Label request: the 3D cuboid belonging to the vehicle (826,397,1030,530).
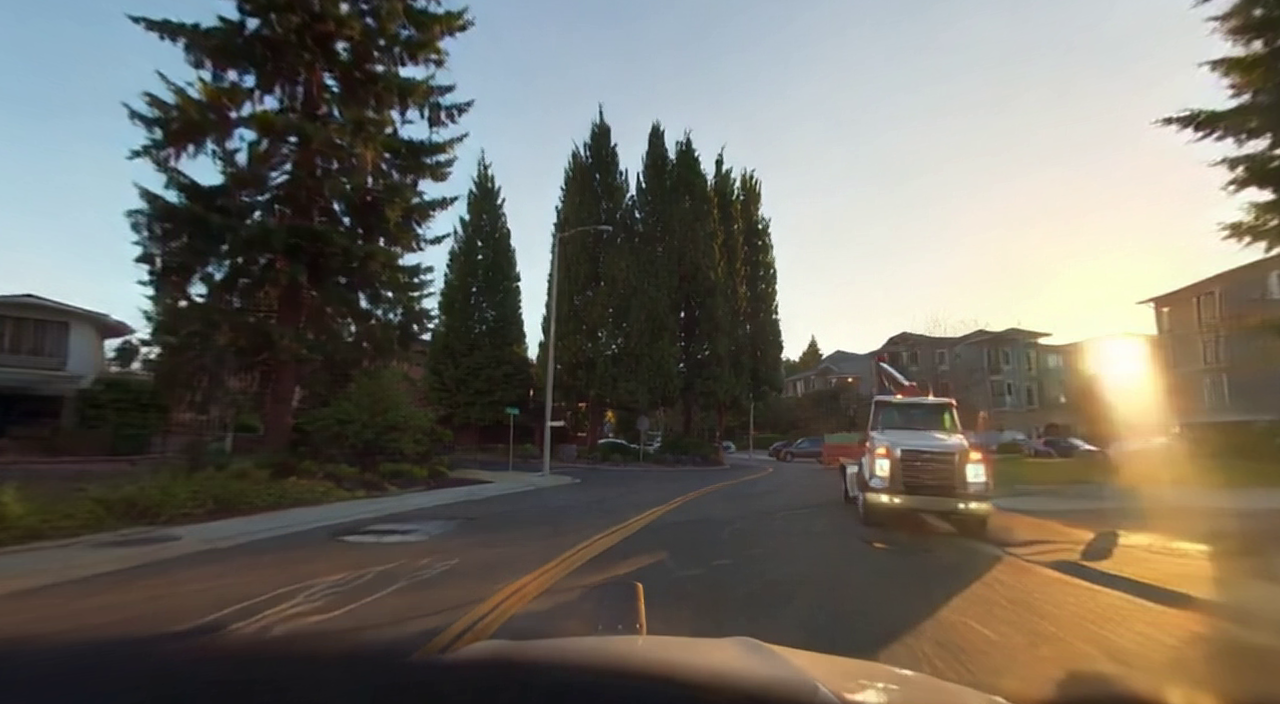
[{"bbox_3d":[5.555,2.291,13.598,2.874,2.021,7.293,-2,-9,16],"label":"vehicle"}]
